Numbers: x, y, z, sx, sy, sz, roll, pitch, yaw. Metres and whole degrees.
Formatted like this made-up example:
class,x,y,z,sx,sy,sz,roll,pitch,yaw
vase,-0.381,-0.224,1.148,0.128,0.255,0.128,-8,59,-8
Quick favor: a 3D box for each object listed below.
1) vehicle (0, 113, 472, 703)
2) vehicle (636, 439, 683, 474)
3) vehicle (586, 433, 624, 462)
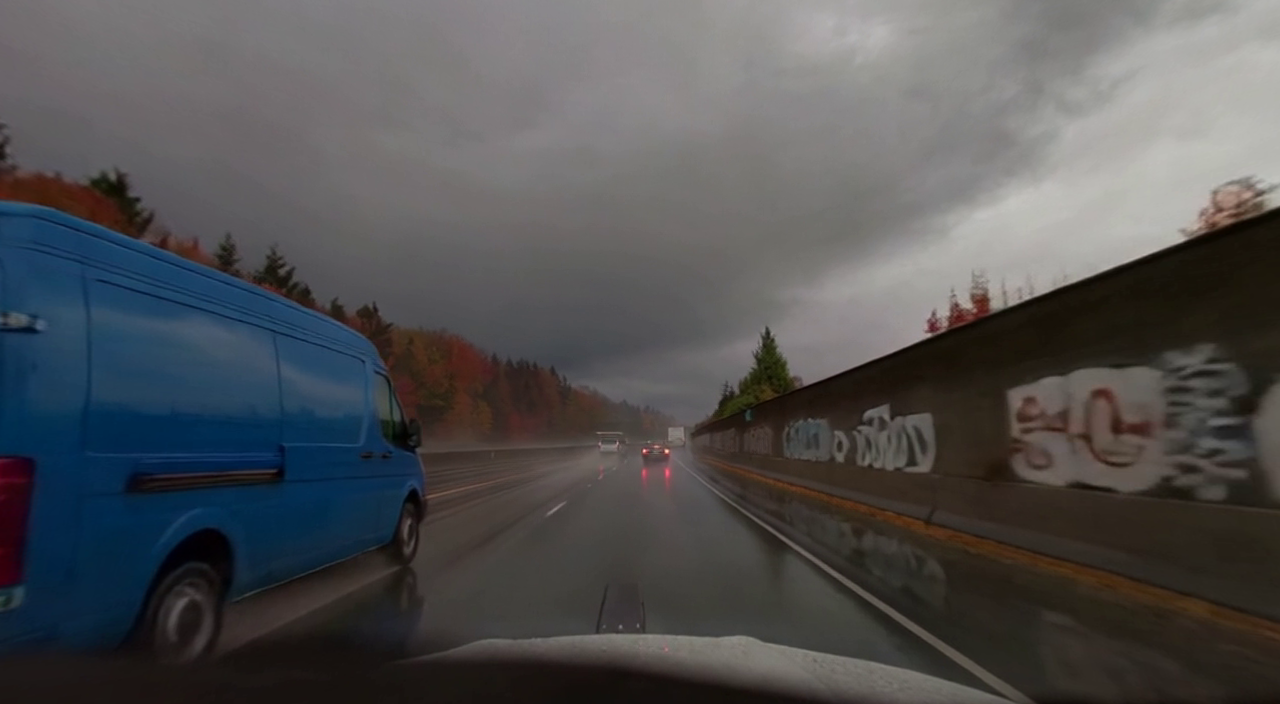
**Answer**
class,x,y,z,sx,sy,sz,roll,pitch,yaw
vehicle,-3.564,0.747,5.648,2.297,2.687,6.317,0,-8,1
vehicle,0.894,4.850,29.498,2.071,1.487,3.948,0,-8,1
vehicle,-2.498,7.025,46.421,2.199,1.973,5.078,0,-8,3
